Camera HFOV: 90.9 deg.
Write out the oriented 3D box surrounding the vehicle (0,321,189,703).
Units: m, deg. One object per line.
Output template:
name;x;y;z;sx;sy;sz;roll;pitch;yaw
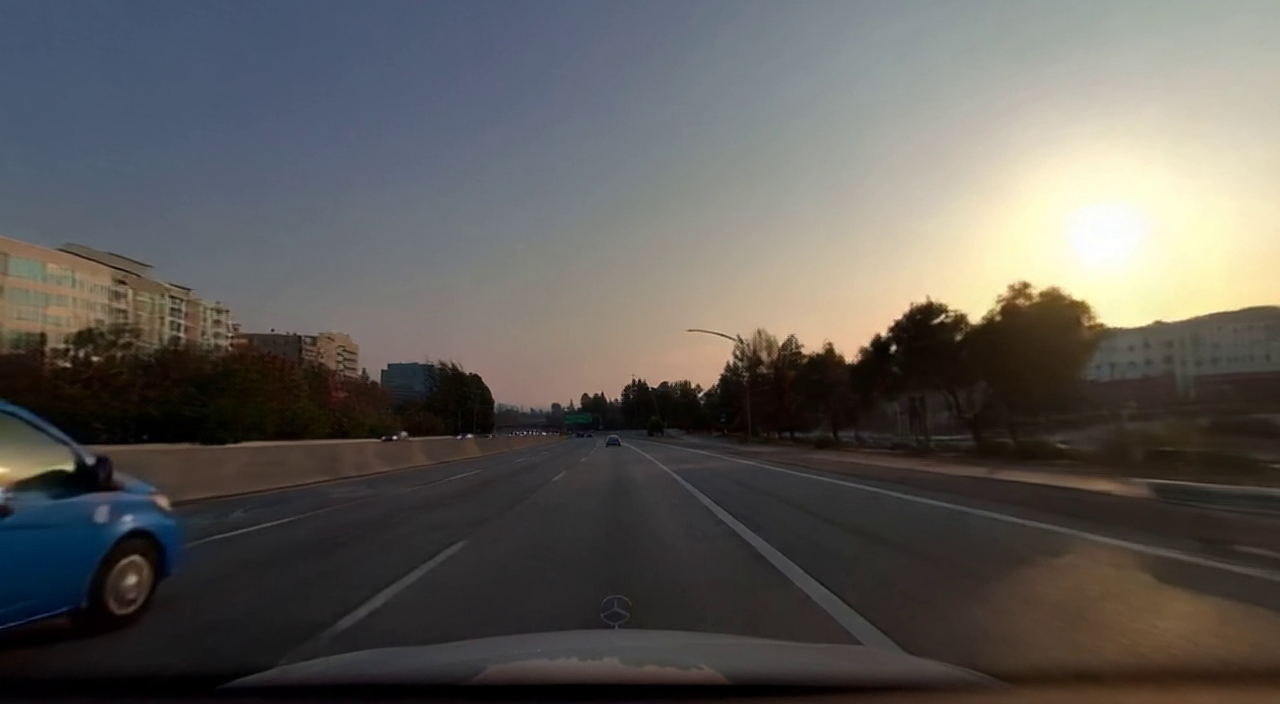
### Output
vehicle;-4.063;0.618;1.734;2.219;1.827;4.738;0;-8;-2
